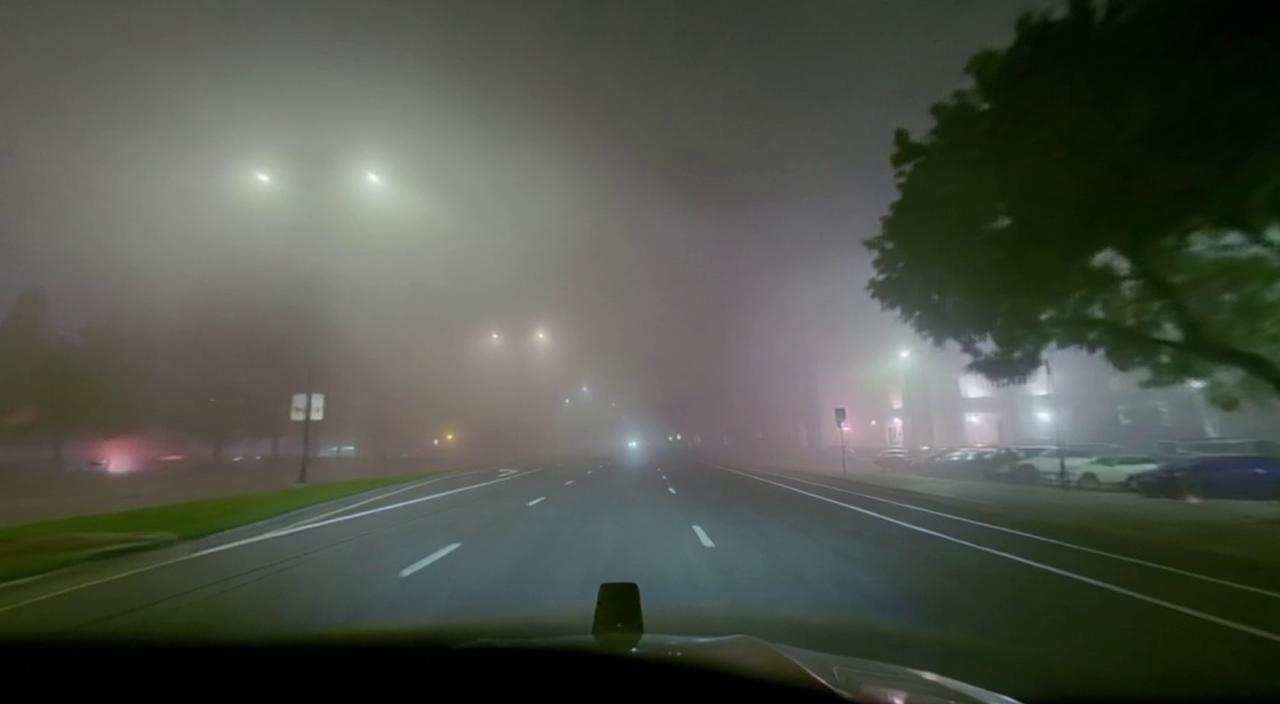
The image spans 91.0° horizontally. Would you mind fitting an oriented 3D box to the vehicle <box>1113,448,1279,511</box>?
[{"bbox_3d":[15.206,3.236,16.224,4.331,1.469,2.008,0,-9,2],"label":"vehicle"}]
